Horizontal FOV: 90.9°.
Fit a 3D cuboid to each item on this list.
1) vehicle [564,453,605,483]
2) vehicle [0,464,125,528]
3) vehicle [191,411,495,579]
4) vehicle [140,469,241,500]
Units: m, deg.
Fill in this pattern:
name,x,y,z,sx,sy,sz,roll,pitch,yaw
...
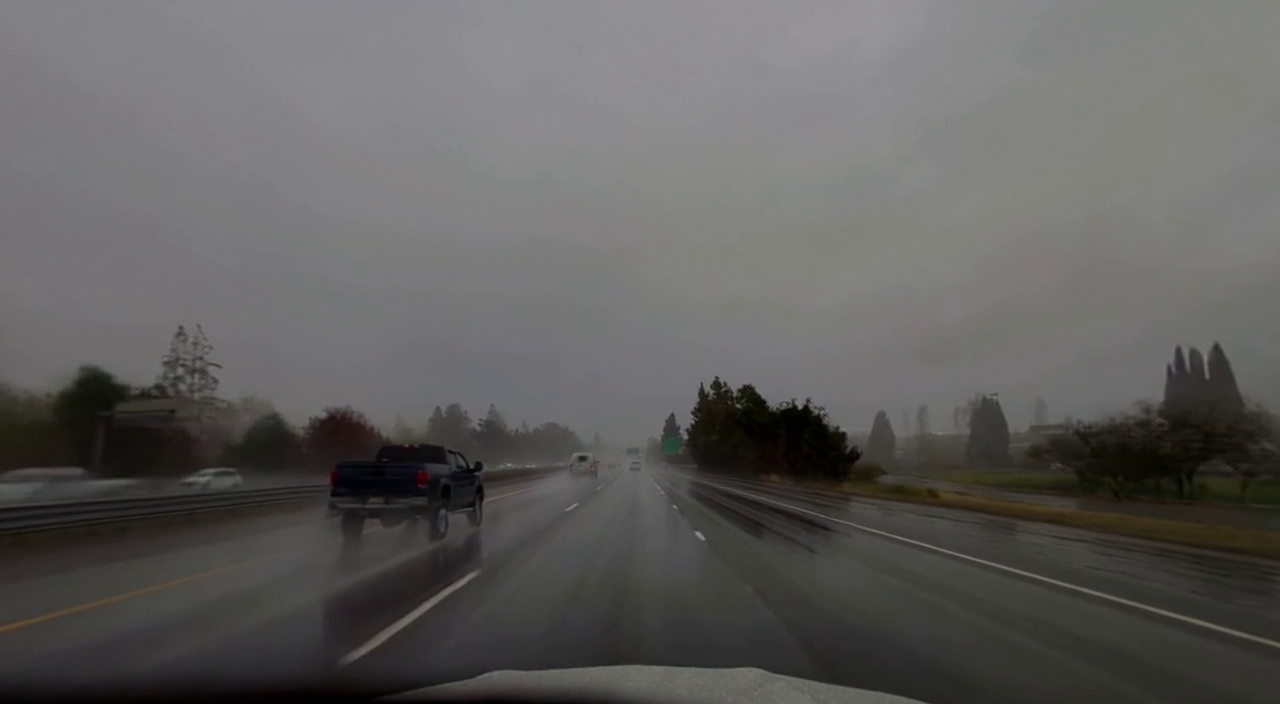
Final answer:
name,x,y,z,sx,sy,sz,roll,pitch,yaw
vehicle,-3.741,7.999,43.540,2.390,1.879,4.423,1,-10,0
vehicle,-15.916,3.608,16.090,1.937,1.471,4.160,1,-10,0
vehicle,-3.950,2.074,9.686,2.272,1.873,4.832,1,-10,0
vehicle,-23.669,6.974,33.435,1.868,1.442,4.620,1,-10,1
